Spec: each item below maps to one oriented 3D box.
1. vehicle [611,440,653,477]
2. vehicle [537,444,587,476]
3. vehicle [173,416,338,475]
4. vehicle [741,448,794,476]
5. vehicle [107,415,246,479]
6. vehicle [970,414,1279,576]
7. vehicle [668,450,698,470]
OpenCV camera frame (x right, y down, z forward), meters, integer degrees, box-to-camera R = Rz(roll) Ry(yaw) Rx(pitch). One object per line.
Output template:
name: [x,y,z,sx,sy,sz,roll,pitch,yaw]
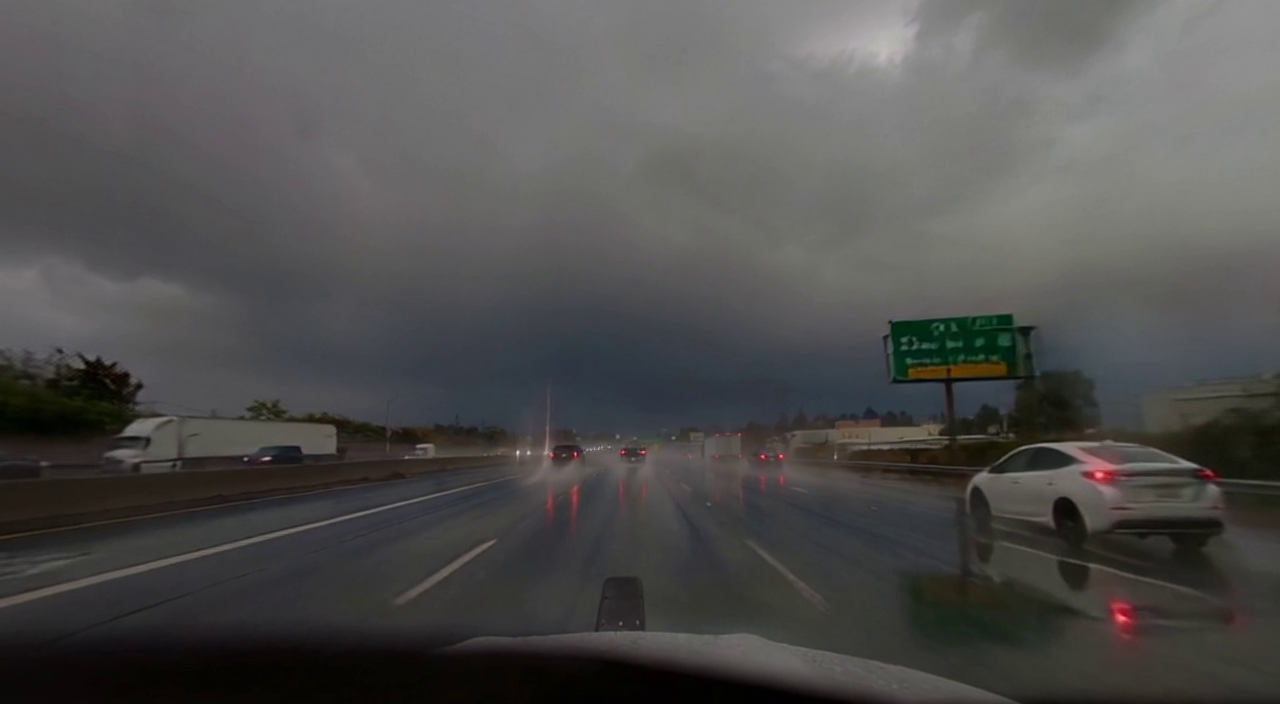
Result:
vehicle: [-0.374,5.463,32.729,2.002,1.759,4.658,0,-9,0]
vehicle: [-4.264,5.967,35.235,2.126,1.631,4.643,0,-9,1]
vehicle: [-29.347,7.398,49.986,2.848,3.915,16.523,0,-9,0]
vehicle: [6.823,5.929,34.339,1.879,1.428,4.402,0,-9,-1]
vehicle: [-29.205,6.033,40.381,2.921,3.664,7.706,0,-9,0]
vehicle: [6.683,1.803,8.734,1.944,1.666,4.184,0,-9,0]
vehicle: [3.066,7.795,45.609,1.816,1.353,3.809,0,-9,-1]
